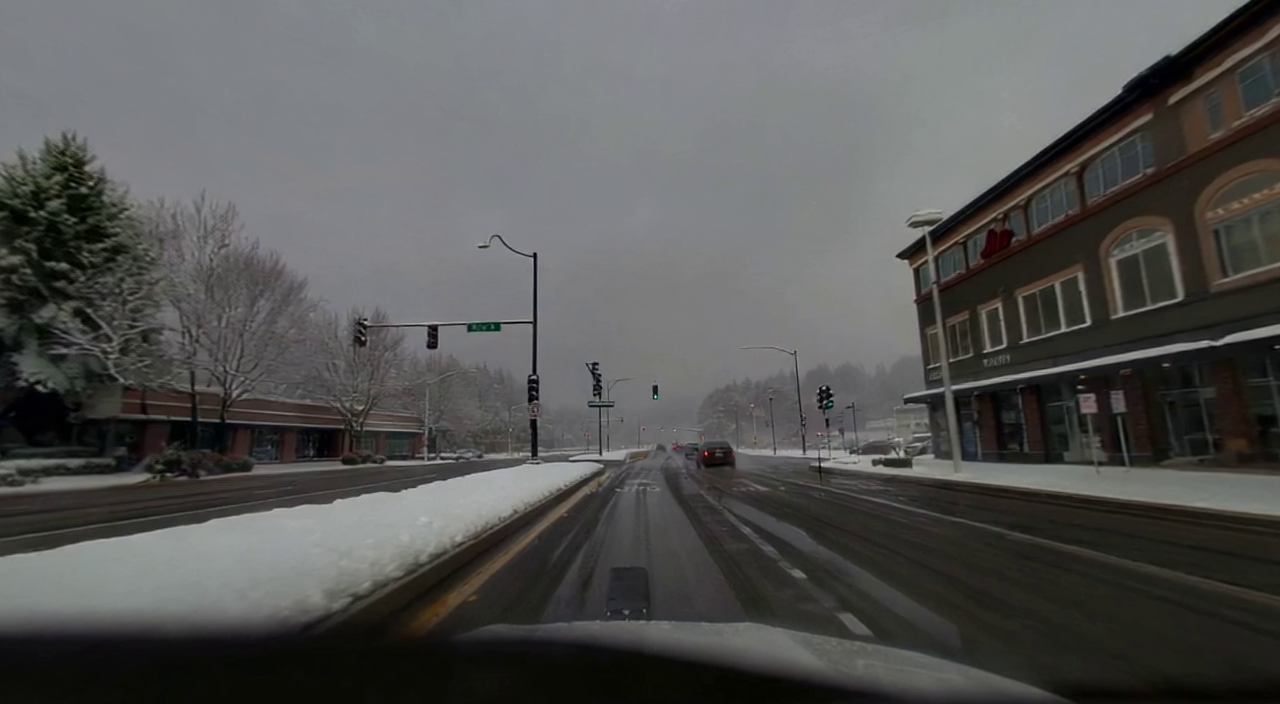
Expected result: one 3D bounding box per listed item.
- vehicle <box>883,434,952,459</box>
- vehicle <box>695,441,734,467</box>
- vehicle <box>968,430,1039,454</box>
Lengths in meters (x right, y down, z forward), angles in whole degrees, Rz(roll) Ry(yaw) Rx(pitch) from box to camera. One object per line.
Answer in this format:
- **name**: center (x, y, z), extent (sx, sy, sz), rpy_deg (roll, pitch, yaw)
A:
- **vehicle**: center (21.326, 7.304, 48.570), extent (4.341, 1.845, 1.984), rpy_deg (0, -8, 0)
- **vehicle**: center (4.574, 6.308, 39.281), extent (2.038, 1.528, 4.259), rpy_deg (0, -8, 1)
- **vehicle**: center (27.988, 6.939, 48.593), extent (4.280, 1.734, 1.964), rpy_deg (1, -8, -5)
